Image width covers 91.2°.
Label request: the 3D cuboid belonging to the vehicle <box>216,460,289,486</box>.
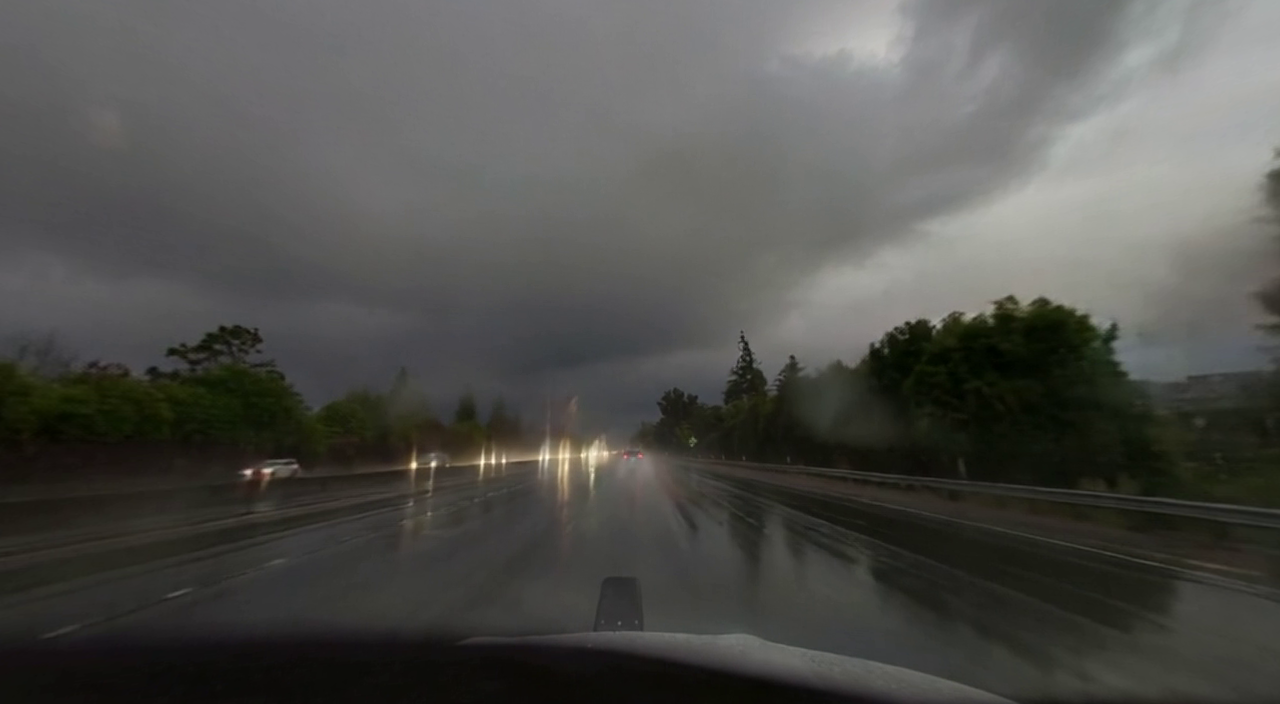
[{"bbox_3d":[-26.308,8.207,42.803,1.923,1.538,4.752,0,-9,0],"label":"vehicle"}]

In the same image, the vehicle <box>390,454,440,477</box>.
[{"bbox_3d":[-15.603,7.882,43.716,1.903,1.503,4.309,0,-9,-1],"label":"vehicle"}]
